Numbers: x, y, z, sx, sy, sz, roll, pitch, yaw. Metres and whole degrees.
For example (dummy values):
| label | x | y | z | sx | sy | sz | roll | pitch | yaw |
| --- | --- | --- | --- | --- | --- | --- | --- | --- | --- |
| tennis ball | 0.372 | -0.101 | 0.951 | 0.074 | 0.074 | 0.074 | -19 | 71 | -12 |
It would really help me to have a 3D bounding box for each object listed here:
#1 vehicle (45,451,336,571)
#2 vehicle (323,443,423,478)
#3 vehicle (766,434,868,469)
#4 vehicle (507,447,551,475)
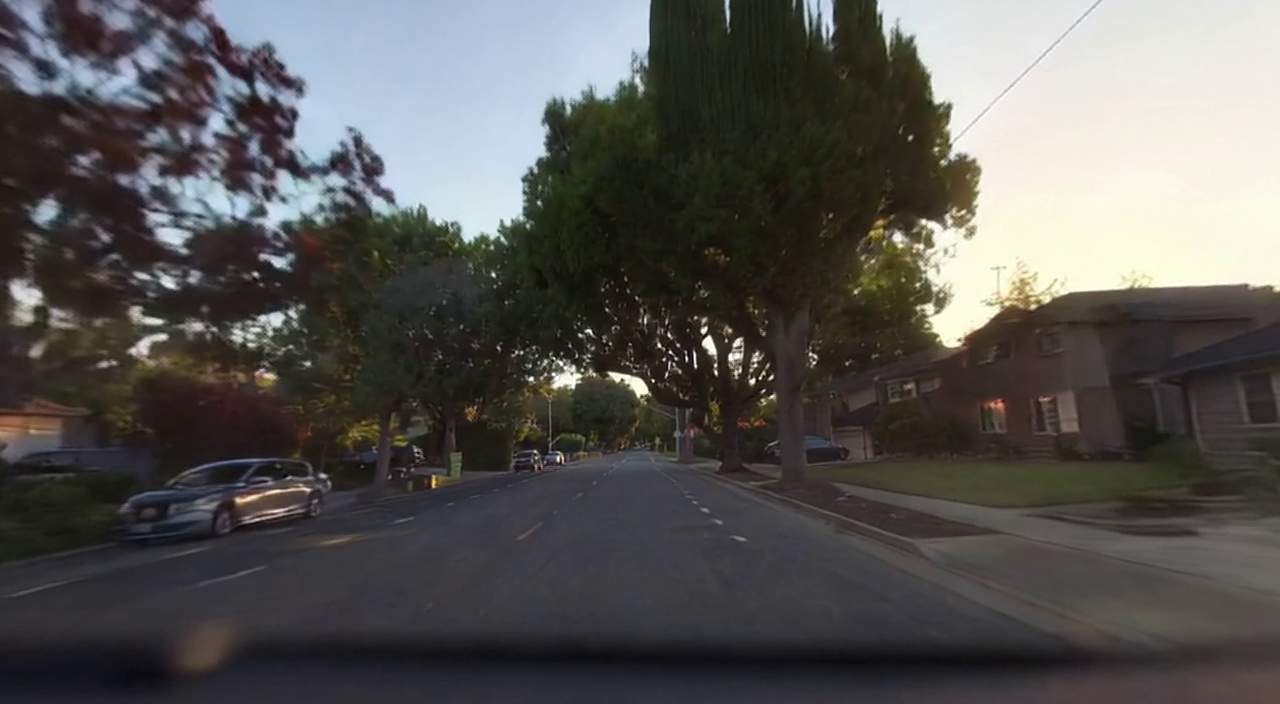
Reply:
| label | x | y | z | sx | sy | sz | roll | pitch | yaw |
| --- | --- | --- | --- | --- | --- | --- | --- | --- | --- |
| vehicle | -7.554 | 2.664 | 11.422 | 1.973 | 1.500 | 4.781 | -5 | -9 | -3 |
| vehicle | -14.647 | 5.943 | 34.801 | 4.602 | 1.847 | 1.976 | -1 | -9 | 4 |
| vehicle | 8.899 | 5.009 | 31.974 | 4.535 | 1.697 | 1.968 | 0 | -9 | -1 |
| vehicle | -7.829 | 7.721 | 45.084 | 2.122 | 1.739 | 4.770 | -5 | -8 | 0 |
